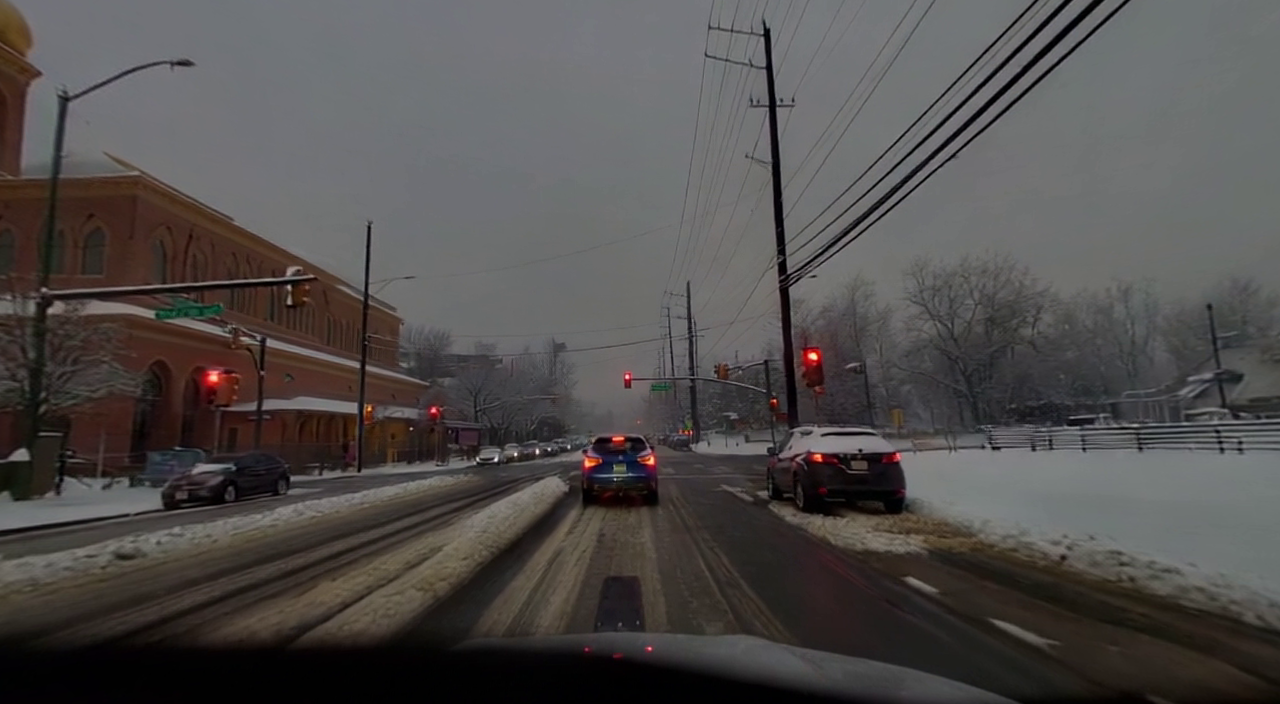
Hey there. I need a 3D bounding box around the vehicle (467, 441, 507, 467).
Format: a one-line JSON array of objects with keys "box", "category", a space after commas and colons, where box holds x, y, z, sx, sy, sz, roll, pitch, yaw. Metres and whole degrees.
[{"box": [-11.961, 7.966, 49.694, 2.104, 1.830, 4.554, -3, -8, -2], "category": "vehicle"}]

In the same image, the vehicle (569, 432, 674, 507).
[{"box": [-0.384, 2.623, 14.533, 2.049, 1.453, 4.299, 0, -9, -1], "category": "vehicle"}]

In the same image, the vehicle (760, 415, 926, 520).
[{"box": [3.887, 2.290, 12.998, 2.015, 1.780, 4.261, 0, -9, 1], "category": "vehicle"}]

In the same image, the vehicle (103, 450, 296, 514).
[{"box": [-11.985, 3.529, 17.695, 1.980, 1.502, 4.655, 0, -9, 1], "category": "vehicle"}]

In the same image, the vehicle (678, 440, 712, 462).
[{"box": [3.891, 7.072, 45.406, 1.933, 1.479, 4.430, 0, -9, -1], "category": "vehicle"}]

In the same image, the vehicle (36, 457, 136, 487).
[{"box": [-31.770, 6.876, 36.324, 3.932, 1.671, 1.853, 0, -9, 0], "category": "vehicle"}]
